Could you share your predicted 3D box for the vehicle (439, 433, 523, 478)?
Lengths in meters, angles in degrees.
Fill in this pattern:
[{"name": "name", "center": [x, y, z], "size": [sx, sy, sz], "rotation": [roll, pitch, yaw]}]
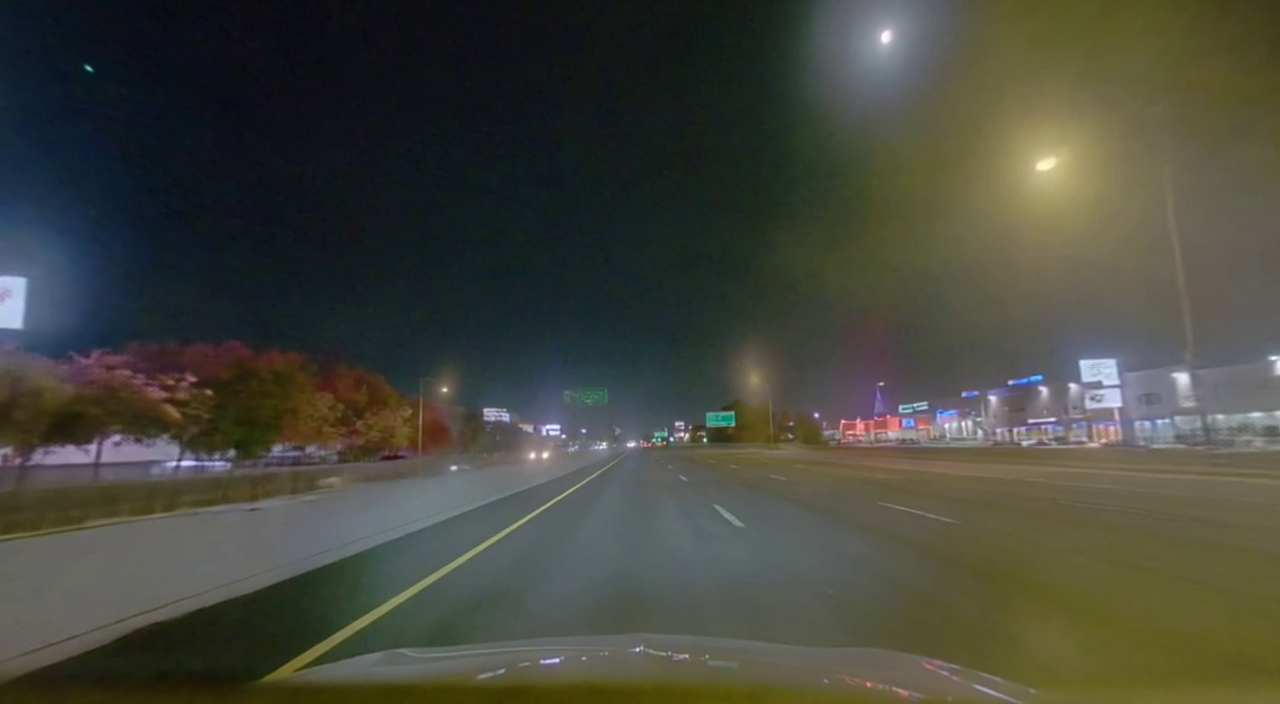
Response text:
[{"name": "vehicle", "center": [-7.166, 4.747, 29.159], "size": [2.266, 1.823, 5.768], "rotation": [0, -8, 1]}]
